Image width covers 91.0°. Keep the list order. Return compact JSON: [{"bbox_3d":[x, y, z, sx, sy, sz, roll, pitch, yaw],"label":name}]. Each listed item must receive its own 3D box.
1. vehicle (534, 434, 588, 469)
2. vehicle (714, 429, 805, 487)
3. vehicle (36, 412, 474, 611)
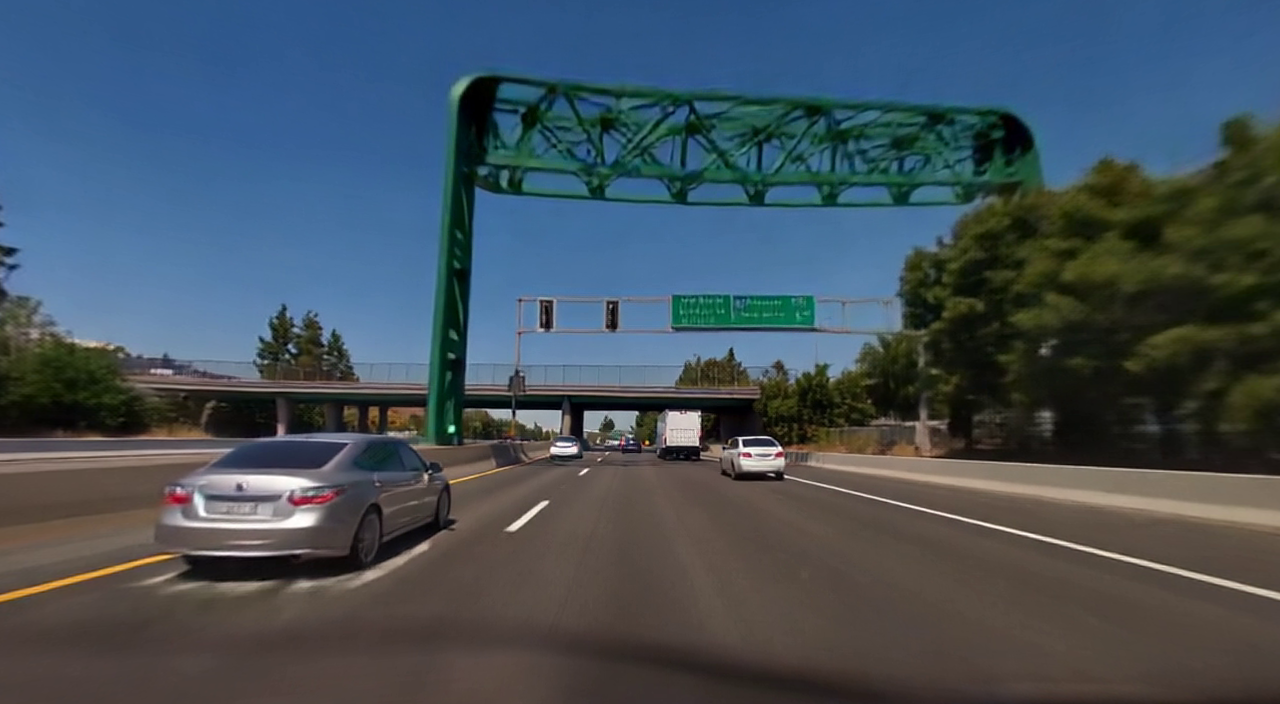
[{"bbox_3d":[-3.615,4.664,29.727,2.064,1.479,4.370,0,-8,-1],"label":"vehicle"},{"bbox_3d":[3.672,3.324,20.083,2.001,1.625,4.088,0,-8,-1],"label":"vehicle"},{"bbox_3d":[-3.540,1.542,7.121,2.122,1.486,4.532,0,-8,-1],"label":"vehicle"}]
